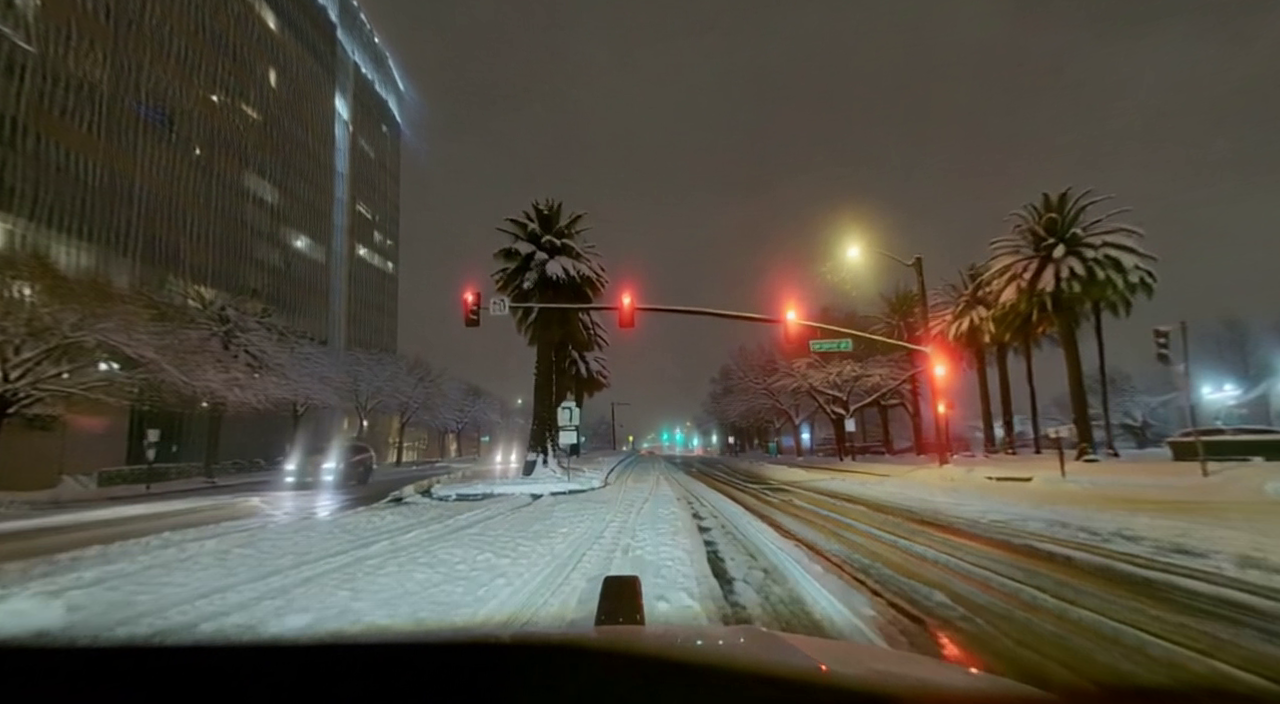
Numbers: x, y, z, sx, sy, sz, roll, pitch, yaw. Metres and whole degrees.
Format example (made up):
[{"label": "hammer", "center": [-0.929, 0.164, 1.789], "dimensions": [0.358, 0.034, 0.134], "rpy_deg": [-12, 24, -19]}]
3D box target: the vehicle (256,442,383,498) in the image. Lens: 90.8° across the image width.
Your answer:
[{"label": "vehicle", "center": [-12.891, 4.742, 26.002], "dimensions": [2.268, 2.016, 5.632], "rpy_deg": [0, -9, 0]}]
